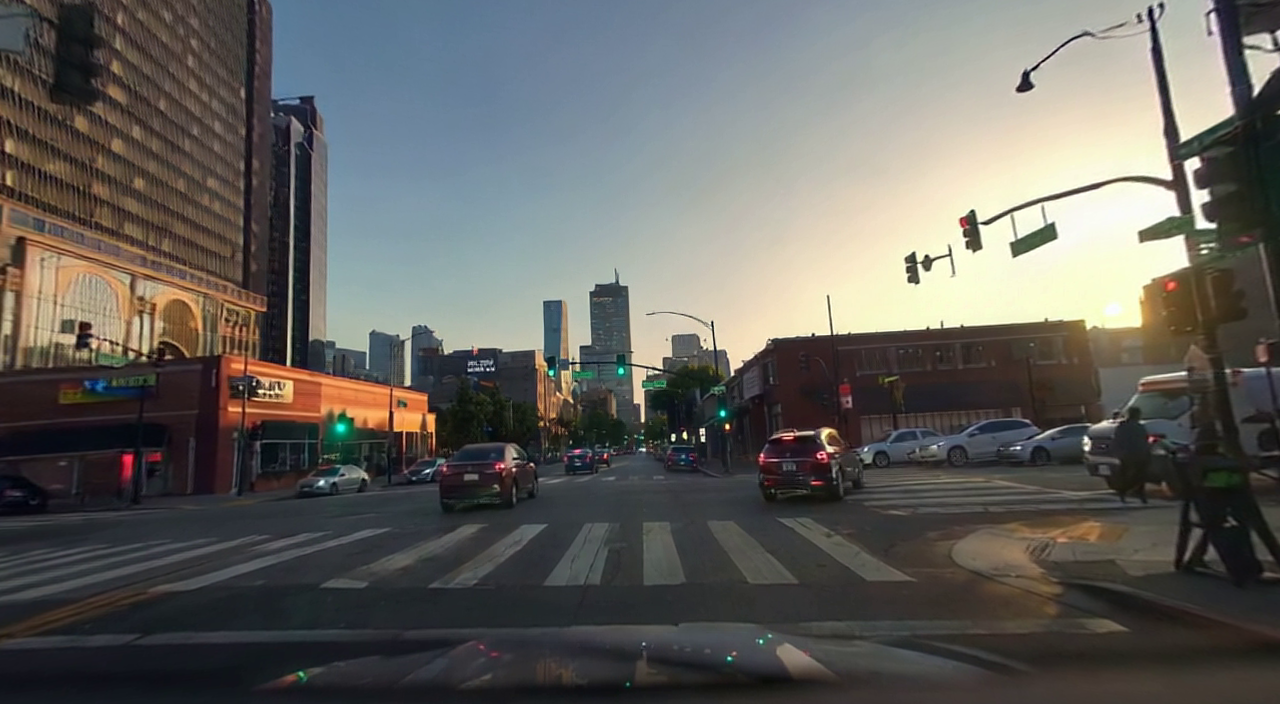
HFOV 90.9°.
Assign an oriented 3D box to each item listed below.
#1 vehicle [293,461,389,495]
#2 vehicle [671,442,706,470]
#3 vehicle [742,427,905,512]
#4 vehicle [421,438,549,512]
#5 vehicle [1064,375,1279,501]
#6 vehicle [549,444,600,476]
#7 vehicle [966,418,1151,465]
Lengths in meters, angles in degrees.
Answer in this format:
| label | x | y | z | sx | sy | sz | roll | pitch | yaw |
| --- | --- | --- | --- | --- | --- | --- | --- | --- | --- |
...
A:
| label | x | y | z | sx | sy | sz | roll | pitch | yaw |
| --- | --- | --- | --- | --- | --- | --- | --- | --- | --- |
| vehicle | -15.290 | 6.463 | 32.562 | 1.999 | 1.466 | 4.535 | -2 | -9 | 14 |
| vehicle | 3.284 | 7.062 | 43.003 | 1.924 | 1.765 | 3.954 | 0 | -8 | -2 |
| vehicle | 4.120 | 2.427 | 13.596 | 2.153 | 1.480 | 4.540 | -5 | -10 | 32 |
| vehicle | -3.442 | 2.786 | 14.763 | 1.973 | 1.496 | 3.713 | 0 | -8 | 1 |
| vehicle | 11.945 | 1.683 | 12.347 | 5.523 | 2.219 | 2.251 | 0 | -8 | 1 |
| vehicle | -3.191 | 5.358 | 31.523 | 1.916 | 1.487 | 4.535 | 0 | -8 | 2 |
| vehicle | 13.930 | 3.015 | 21.217 | 4.801 | 1.497 | 1.895 | 0 | -8 | 1 |
